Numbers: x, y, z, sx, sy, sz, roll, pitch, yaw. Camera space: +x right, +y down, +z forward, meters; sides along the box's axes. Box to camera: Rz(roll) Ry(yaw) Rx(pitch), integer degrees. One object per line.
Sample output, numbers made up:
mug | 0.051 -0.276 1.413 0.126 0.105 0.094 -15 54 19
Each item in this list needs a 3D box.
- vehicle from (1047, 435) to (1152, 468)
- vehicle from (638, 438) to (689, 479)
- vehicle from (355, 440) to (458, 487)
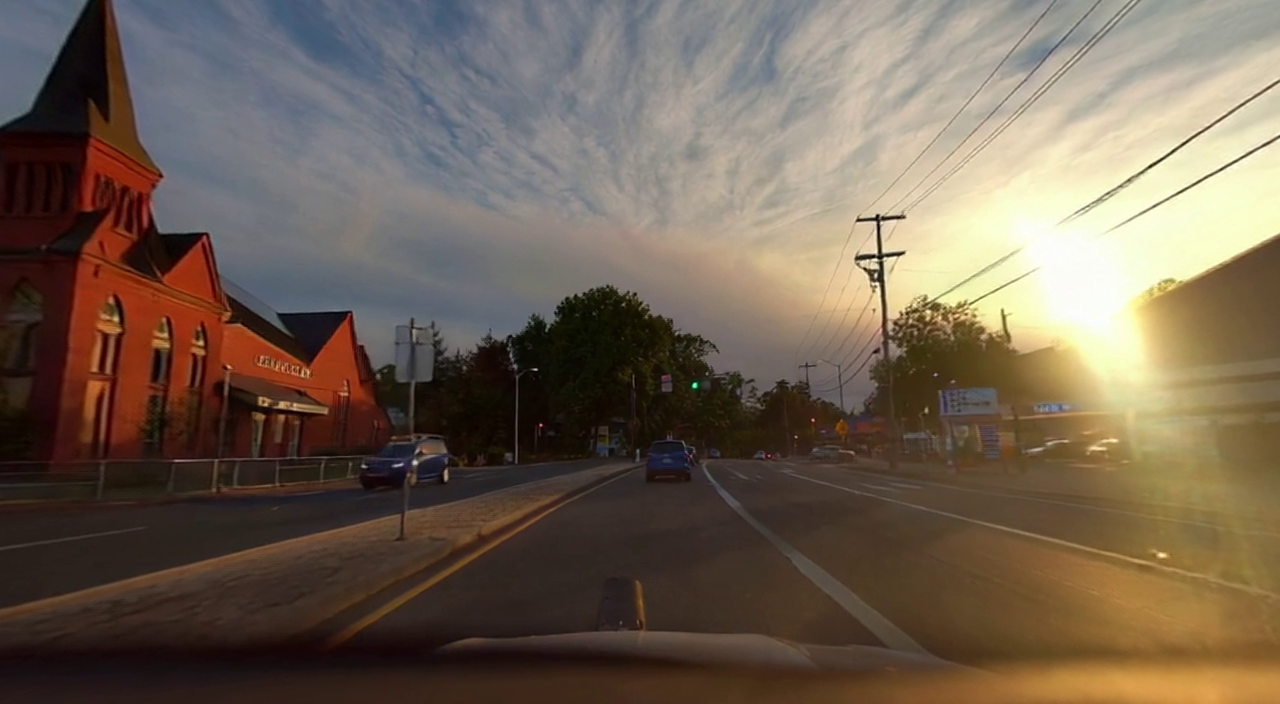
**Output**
vehicle | 25.764 5.588 35.523 4.510 1.733 2.066 1 -9 -9
vehicle | 1.059 4.525 27.035 2.032 1.621 4.082 -1 -9 4
vehicle | -10.086 4.836 27.798 2.159 1.850 4.944 -1 -9 7
